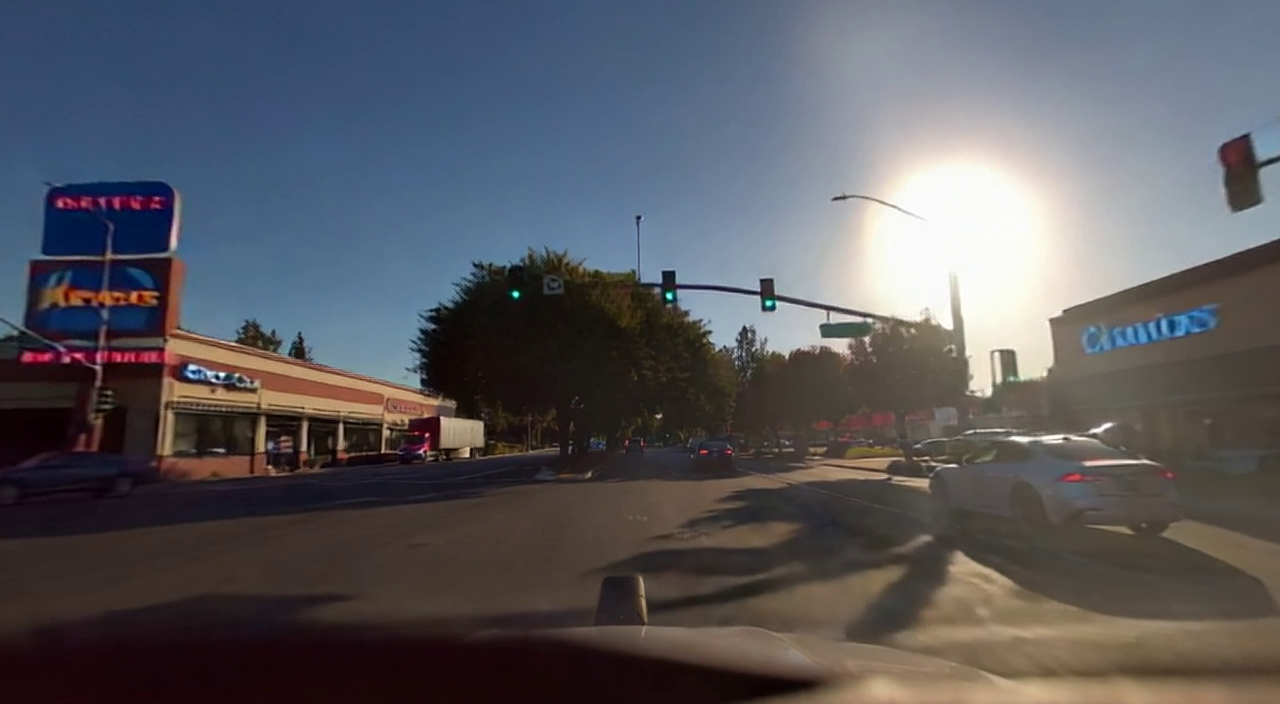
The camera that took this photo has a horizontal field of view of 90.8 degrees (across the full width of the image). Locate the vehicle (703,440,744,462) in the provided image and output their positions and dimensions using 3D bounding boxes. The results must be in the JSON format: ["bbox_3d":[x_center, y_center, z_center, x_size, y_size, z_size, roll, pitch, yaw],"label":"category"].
[{"bbox_3d":[5.866,7.034,44.975,2.150,1.485,4.919,0,-8,-2],"label":"vehicle"}]

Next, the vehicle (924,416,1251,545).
[{"bbox_3d":[6.867,2.007,10.564,2.002,1.651,4.647,0,-8,-1],"label":"vehicle"}]

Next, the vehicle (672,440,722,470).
[{"bbox_3d":[2.937,5.446,33.691,2.099,1.463,4.365,0,-8,-2],"label":"vehicle"}]

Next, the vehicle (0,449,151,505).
[{"bbox_3d":[-20.144,4.271,22.004,2.108,1.707,4.348,-6,-10,35],"label":"vehicle"}]
